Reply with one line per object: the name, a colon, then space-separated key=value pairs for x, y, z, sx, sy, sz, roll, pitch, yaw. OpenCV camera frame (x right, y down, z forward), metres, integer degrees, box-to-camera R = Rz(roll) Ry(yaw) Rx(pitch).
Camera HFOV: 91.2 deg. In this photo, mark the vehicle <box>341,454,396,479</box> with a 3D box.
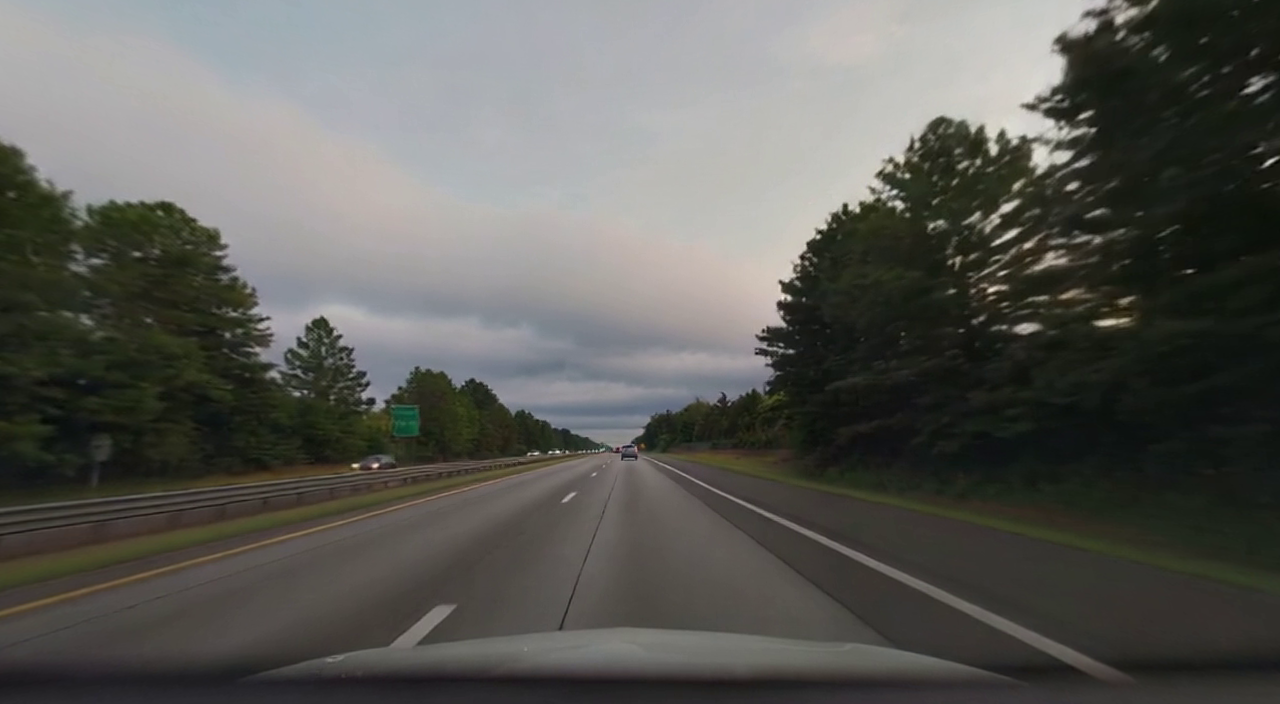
vehicle: x=-17.144 y=7.197 z=39.746 sx=1.611 sy=1.444 sz=4.246 roll=0 pitch=-9 yaw=-1
